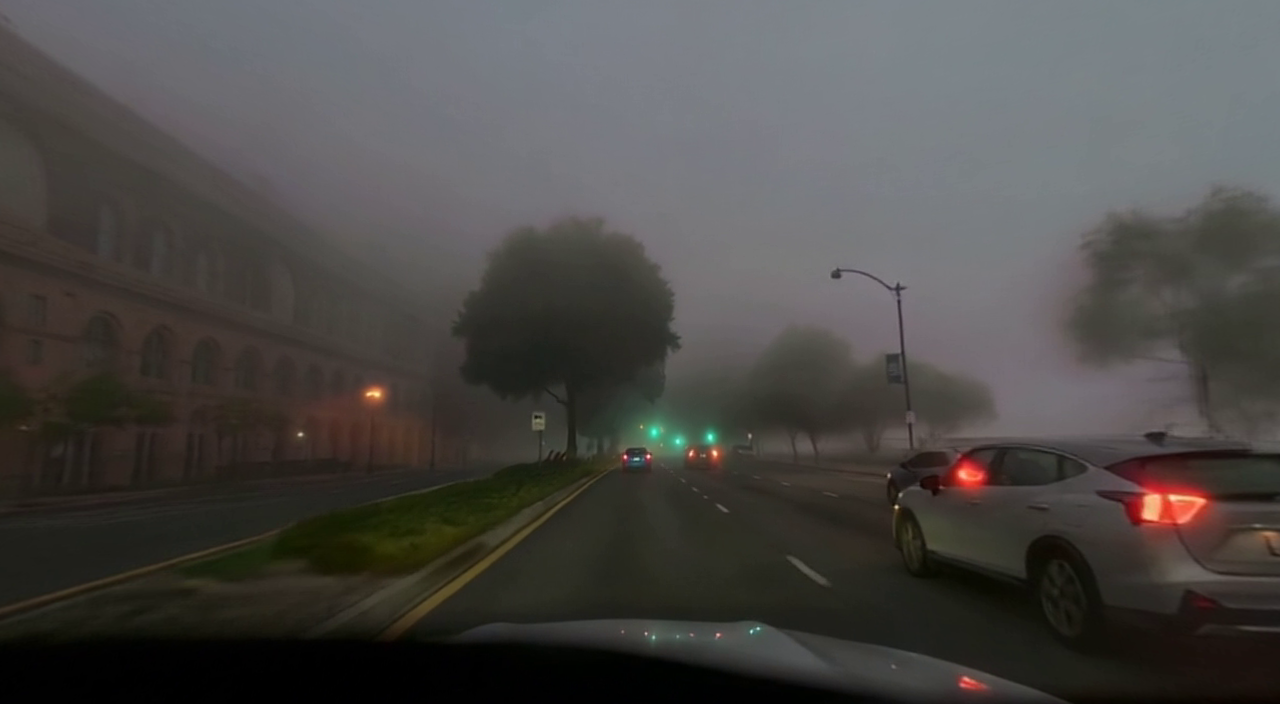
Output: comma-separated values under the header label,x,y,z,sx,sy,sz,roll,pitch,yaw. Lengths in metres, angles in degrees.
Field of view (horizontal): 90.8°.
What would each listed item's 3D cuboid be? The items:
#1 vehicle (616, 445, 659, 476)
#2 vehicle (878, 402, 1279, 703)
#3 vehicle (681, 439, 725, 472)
label,x,y,z,sx,sy,sz,roll,pitch,yaw
vehicle,-0.162,5.535,32.489,2.054,1.446,3.969,0,-9,-1
vehicle,3.628,1.300,4.996,1.937,1.538,3.832,0,-9,-1
vehicle,3.584,5.962,36.539,2.036,1.757,4.300,0,-9,-1
